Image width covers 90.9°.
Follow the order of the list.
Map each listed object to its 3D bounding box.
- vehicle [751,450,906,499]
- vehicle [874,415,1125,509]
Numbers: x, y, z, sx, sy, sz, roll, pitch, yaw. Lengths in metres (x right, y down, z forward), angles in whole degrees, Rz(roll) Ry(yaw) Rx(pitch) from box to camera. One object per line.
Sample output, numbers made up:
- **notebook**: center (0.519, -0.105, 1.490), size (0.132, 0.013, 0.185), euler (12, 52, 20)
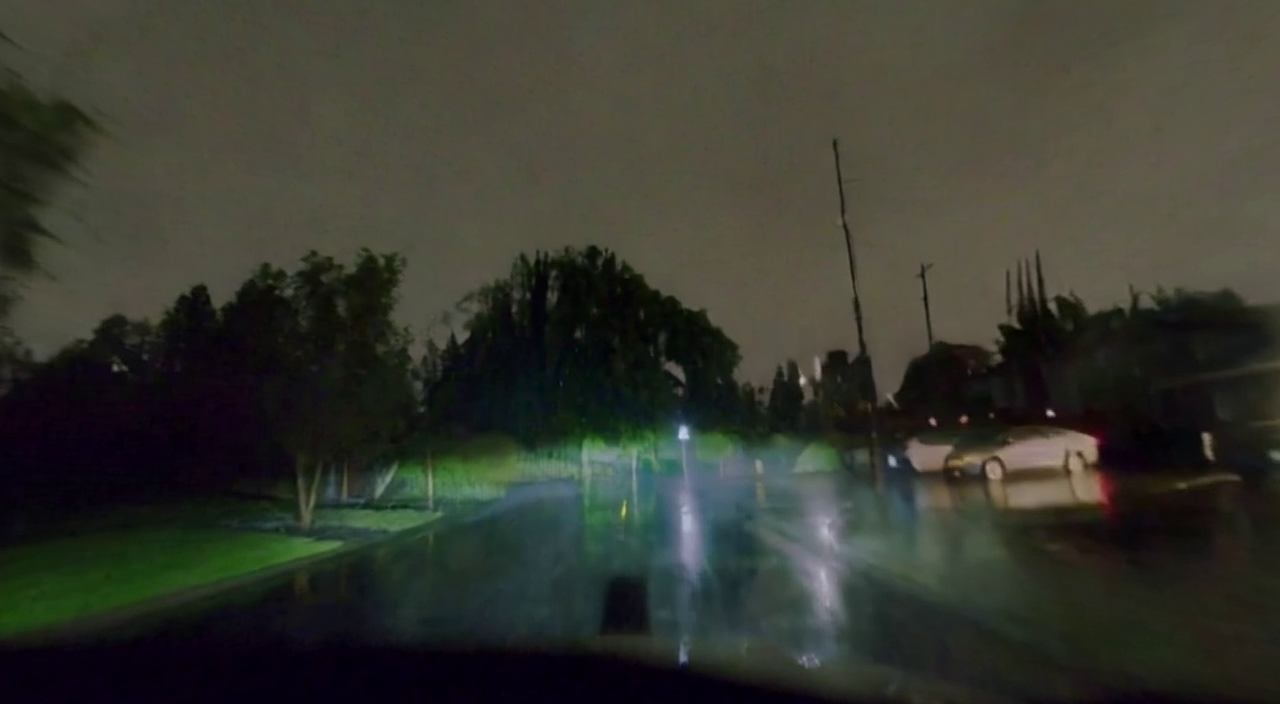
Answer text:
- **vehicle**: center (5.747, 3.759, 19.585), size (4.229, 1.402, 1.811), euler (0, -9, 0)
- **vehicle**: center (9.406, 2.939, 16.874), size (5.239, 1.933, 2.131), euler (-4, -10, -2)
